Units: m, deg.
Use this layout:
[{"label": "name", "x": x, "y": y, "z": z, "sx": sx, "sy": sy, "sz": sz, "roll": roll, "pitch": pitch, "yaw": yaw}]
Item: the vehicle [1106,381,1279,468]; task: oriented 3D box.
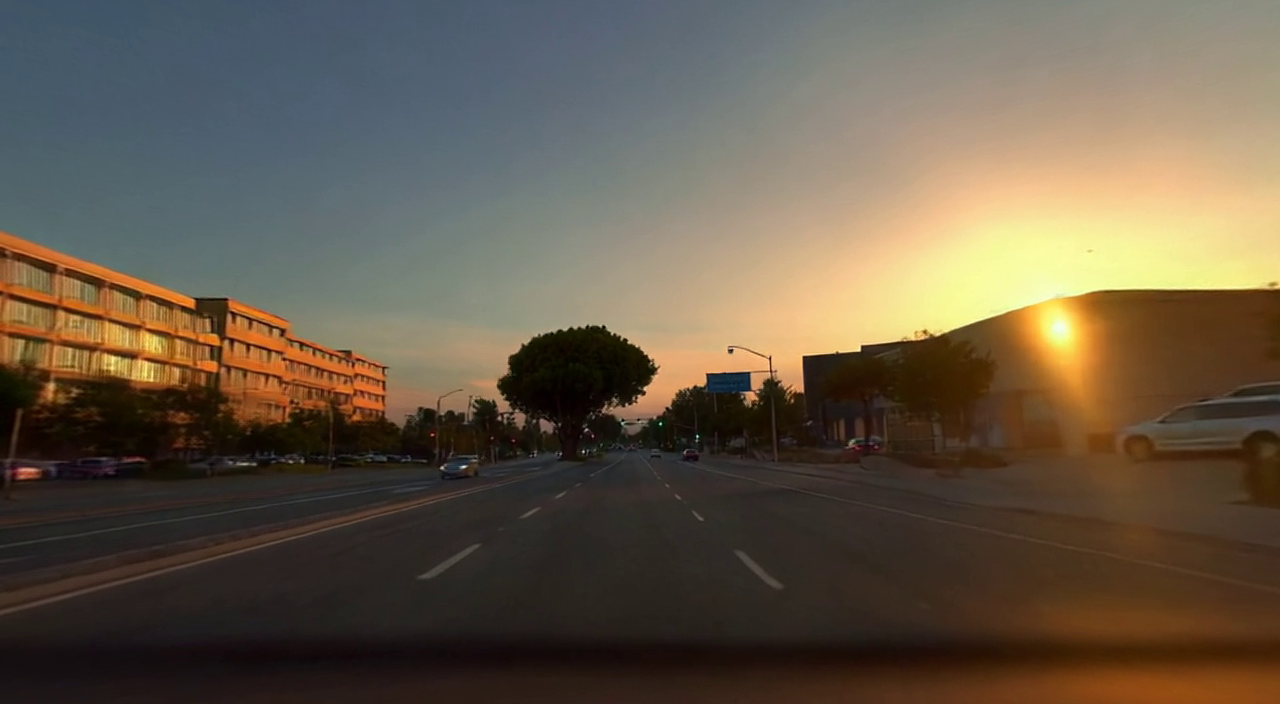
[{"label": "vehicle", "x": 16.499, "y": 2.091, "z": 17.555, "sx": 2.228, "sy": 2.098, "sz": 5.872, "roll": 0, "pitch": -8, "yaw": -5}]

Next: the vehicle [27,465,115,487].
[{"label": "vehicle", "x": -43.124, "y": 9.419, "z": 47.915, "sx": 4.690, "sy": 1.508, "sz": 2.000, "roll": 0, "pitch": -8, "yaw": 0}]

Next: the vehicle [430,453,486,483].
[{"label": "vehicle", "x": -10.158, "y": 6.476, "z": 35.601, "sx": 1.893, "sy": 1.525, "sz": 4.237, "roll": 0, "pitch": -8, "yaw": 0}]
